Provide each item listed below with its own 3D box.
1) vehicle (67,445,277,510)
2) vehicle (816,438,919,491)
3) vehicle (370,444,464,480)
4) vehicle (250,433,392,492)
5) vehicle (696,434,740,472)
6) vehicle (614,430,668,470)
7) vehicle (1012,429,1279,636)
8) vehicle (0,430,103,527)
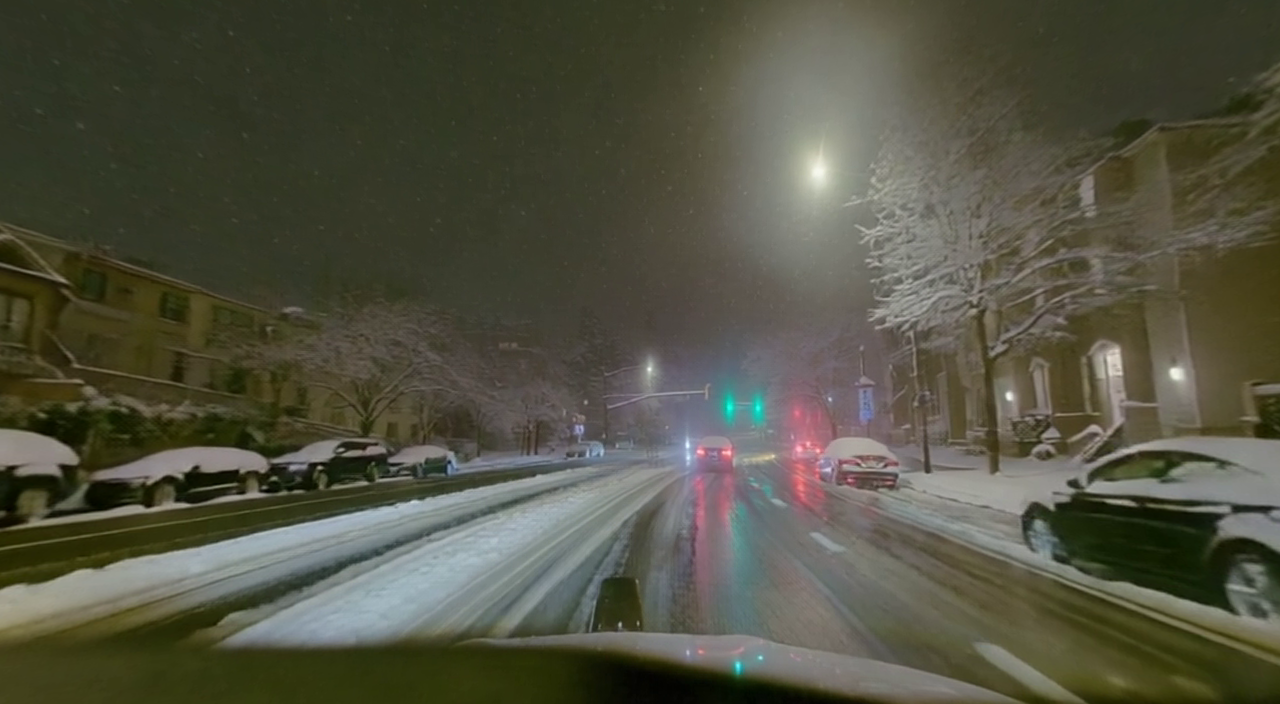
[{"bbox_3d":[-12.142,3.243,16.875,1.809,1.469,4.485,-1,-8,7],"label":"vehicle"},{"bbox_3d":[7.234,3.595,20.686,2.104,1.489,4.962,-1,-8,7],"label":"vehicle"},{"bbox_3d":[-9.967,4.949,28.686,1.782,1.472,4.744,-2,-9,11],"label":"vehicle"},{"bbox_3d":[-11.196,3.891,22.702,2.115,1.853,4.745,-1,-8,8],"label":"vehicle"},{"bbox_3d":[3.878,4.872,30.739,1.852,1.680,4.488,-2,-9,10],"label":"vehicle"},{"bbox_3d":[0.148,4.830,31.289,1.877,1.827,4.298,-2,-9,11],"label":"vehicle"},{"bbox_3d":[5.594,1.447,5.575,1.957,1.461,4.547,0,-8,2],"label":"vehicle"},{"bbox_3d":[-12.683,2.247,11.115,1.977,1.761,4.990,0,-8,1],"label":"vehicle"}]
